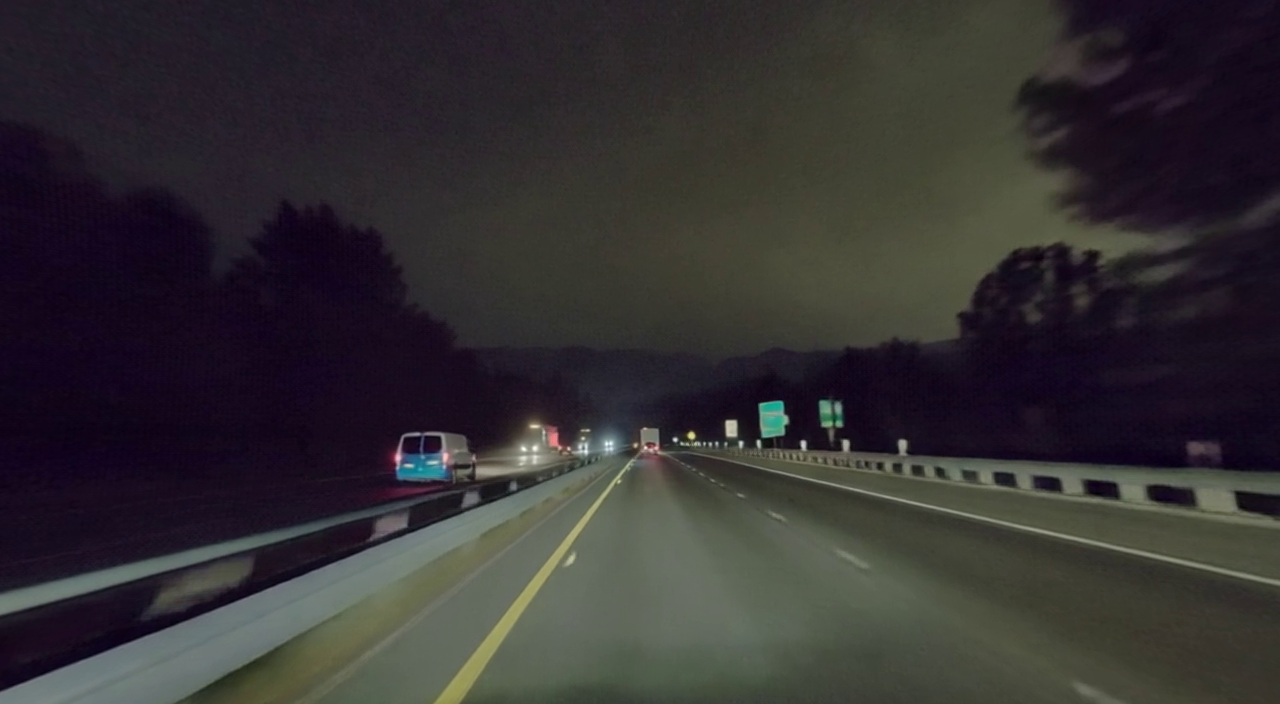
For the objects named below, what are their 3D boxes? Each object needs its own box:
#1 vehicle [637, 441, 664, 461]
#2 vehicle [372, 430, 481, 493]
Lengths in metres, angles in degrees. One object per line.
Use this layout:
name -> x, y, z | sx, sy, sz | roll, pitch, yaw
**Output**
vehicle -> 0.855, 7.798, 49.658 | 2.061, 1.469, 3.782 | 0, -8, 1
vehicle -> -7.059, 3.663, 21.399 | 2.068, 1.897, 4.372 | 0, -8, 1
